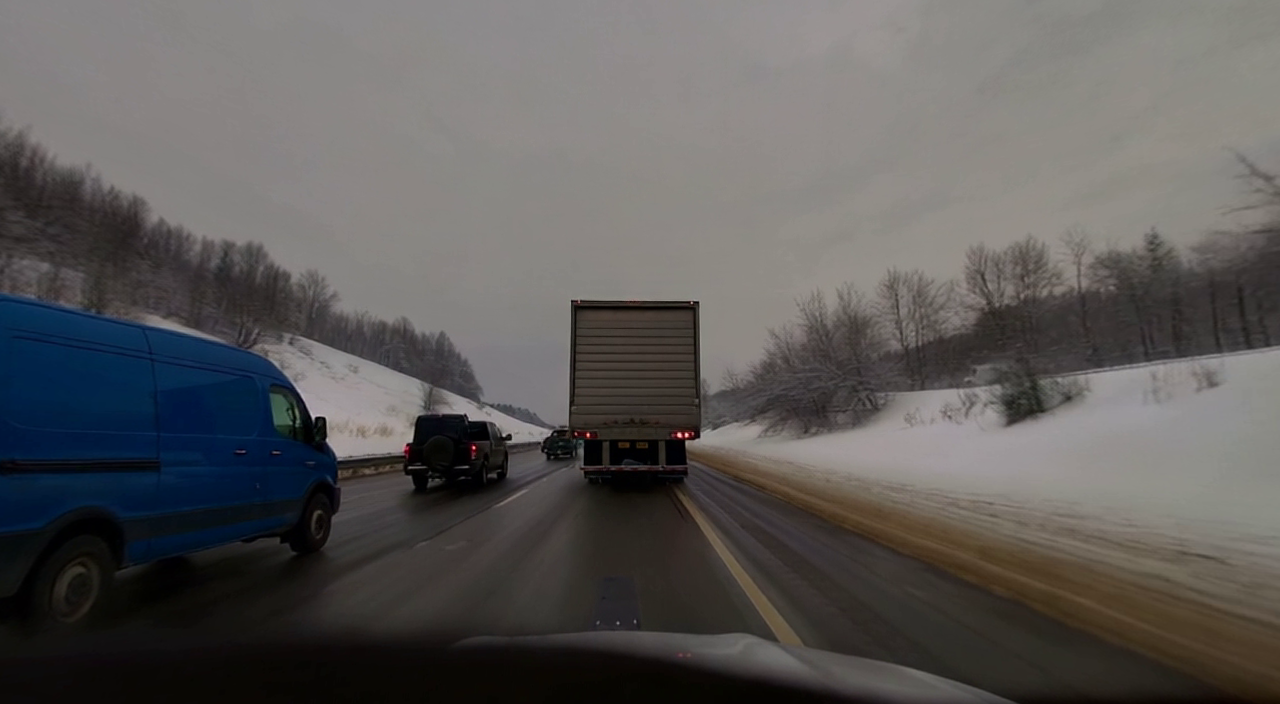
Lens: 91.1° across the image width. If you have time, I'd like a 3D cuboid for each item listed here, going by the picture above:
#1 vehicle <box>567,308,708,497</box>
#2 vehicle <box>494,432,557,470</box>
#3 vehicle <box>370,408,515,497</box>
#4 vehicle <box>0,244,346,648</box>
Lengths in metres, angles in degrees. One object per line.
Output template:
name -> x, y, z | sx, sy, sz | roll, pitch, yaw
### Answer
vehicle -> -0.060, 1.717, 18.421 | 2.953, 4.041, 10.072 | 0, -8, 0
vehicle -> -4.897, 4.281, 27.512 | 1.931, 1.539, 4.441 | 0, -8, 0
vehicle -> -4.926, 2.586, 16.590 | 2.168, 1.985, 4.952 | 0, -8, 0
vehicle -> -5.260, 0.834, 5.743 | 2.478, 2.515, 5.438 | 0, -8, 0
